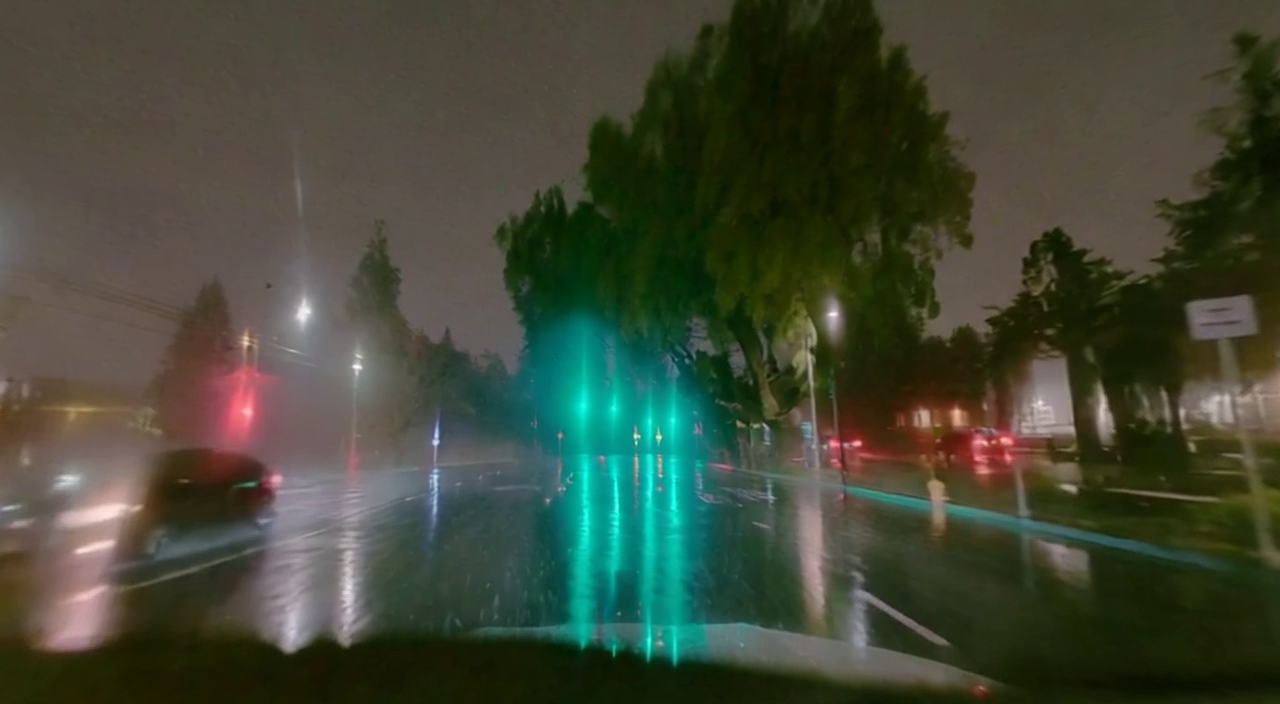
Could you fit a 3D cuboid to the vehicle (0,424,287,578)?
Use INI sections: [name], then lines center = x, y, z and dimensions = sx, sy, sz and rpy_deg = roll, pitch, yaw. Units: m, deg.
[vehicle]
center = -7.857, 2.099, 9.801
dimensions = 2.175, 1.796, 4.605
rpy_deg = 0, -8, -2
